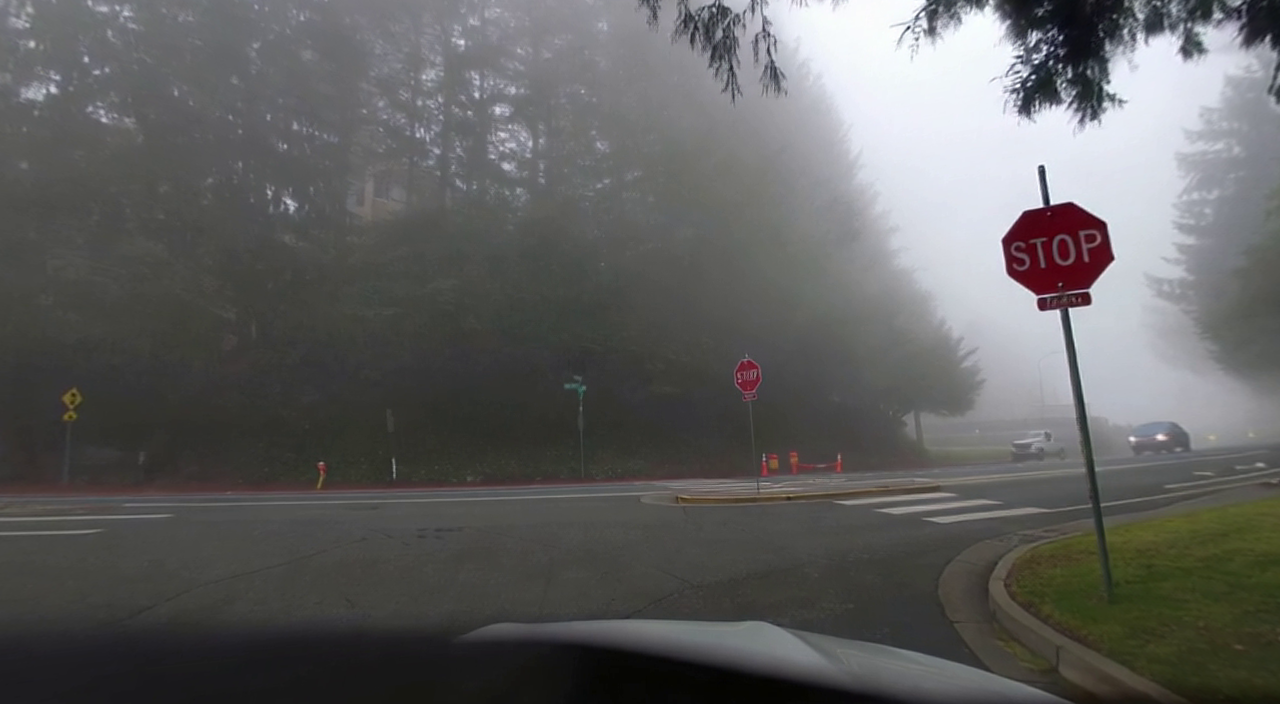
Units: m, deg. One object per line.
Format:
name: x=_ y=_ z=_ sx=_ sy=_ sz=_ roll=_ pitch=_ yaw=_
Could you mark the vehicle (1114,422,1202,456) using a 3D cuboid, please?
vehicle: x=24.584 y=4.156 z=29.867 sx=4.473 sy=1.474 sz=2.108 roll=6 pitch=-10 yaw=-37
